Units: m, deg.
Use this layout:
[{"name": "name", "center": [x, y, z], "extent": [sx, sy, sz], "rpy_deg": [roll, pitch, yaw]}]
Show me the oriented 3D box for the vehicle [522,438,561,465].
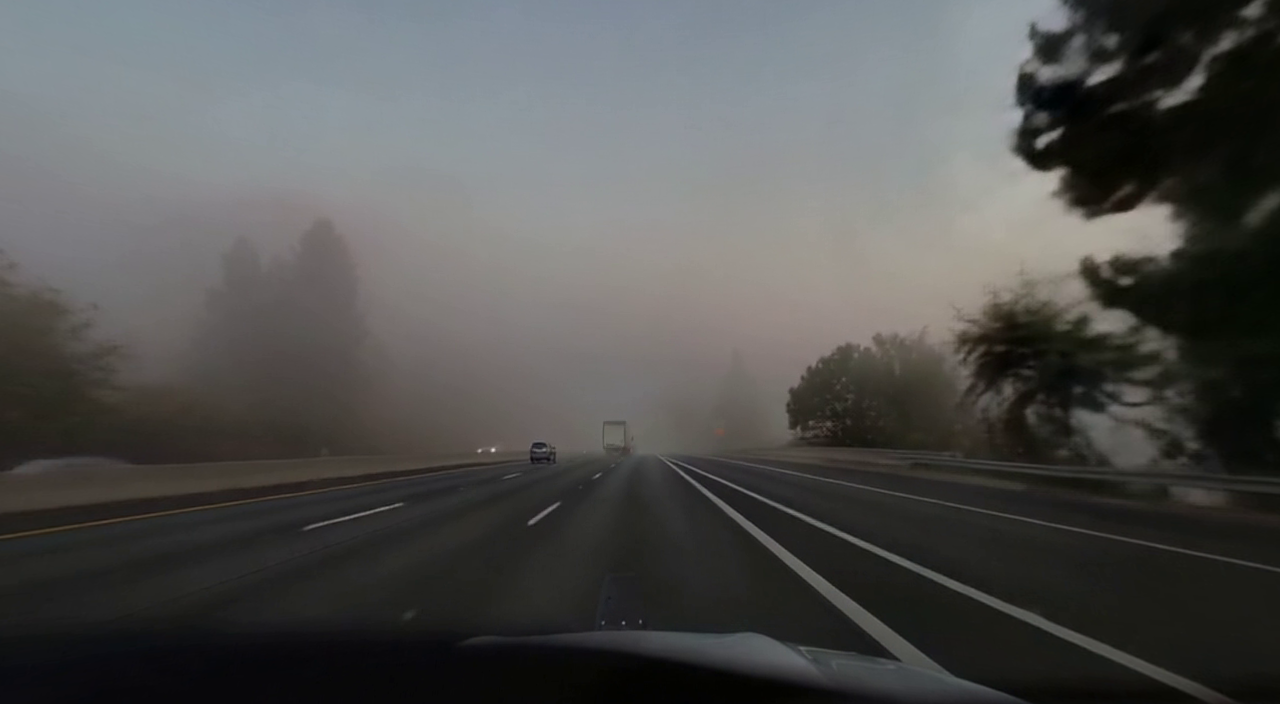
[{"name": "vehicle", "center": [-7.065, 7.146, 45.586], "extent": [2.043, 1.828, 4.436], "rpy_deg": [0, -8, 1]}]
